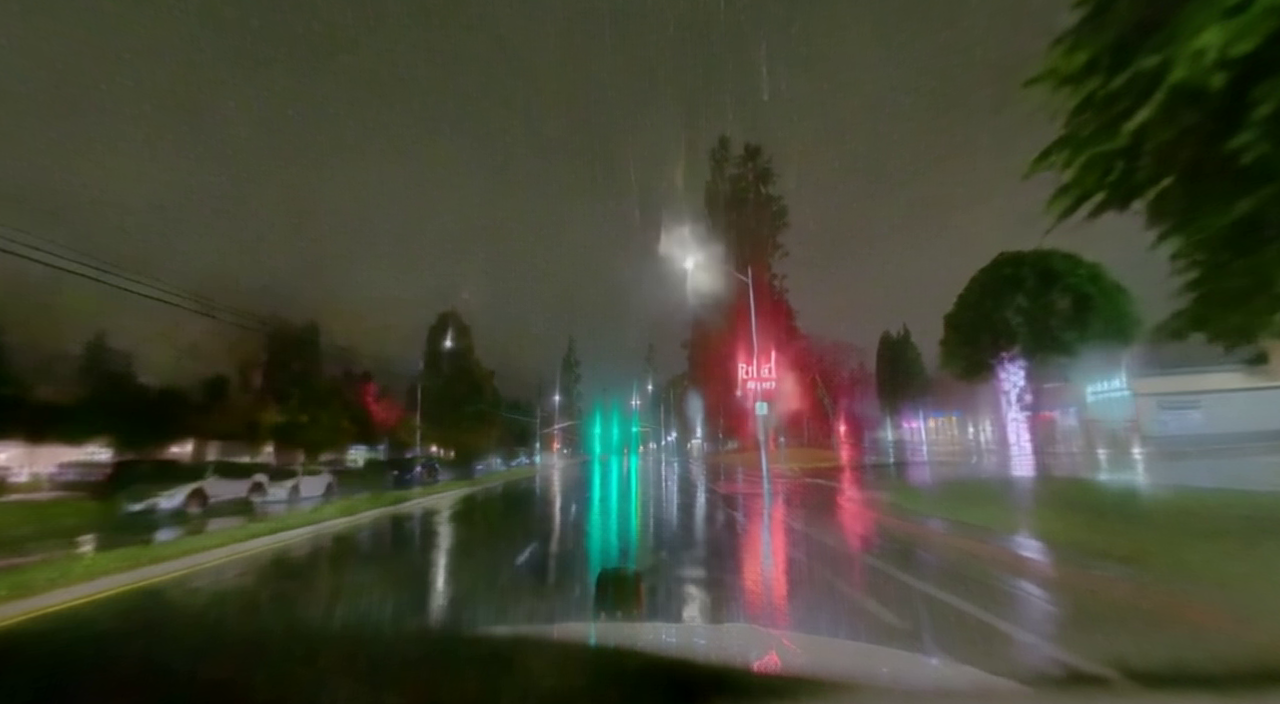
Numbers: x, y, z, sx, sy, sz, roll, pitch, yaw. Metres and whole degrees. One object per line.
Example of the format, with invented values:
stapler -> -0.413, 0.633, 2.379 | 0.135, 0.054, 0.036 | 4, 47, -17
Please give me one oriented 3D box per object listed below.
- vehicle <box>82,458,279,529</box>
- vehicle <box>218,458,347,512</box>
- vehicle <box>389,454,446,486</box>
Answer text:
vehicle -> -12.444, 3.811, 17.643 | 1.897, 1.564, 4.875 | 0, -9, -1
vehicle -> -12.528, 4.656, 22.531 | 2.040, 1.424, 4.594 | -5, -8, -1
vehicle -> -12.821, 6.799, 36.672 | 1.953, 1.558, 3.839 | -6, -8, -2
